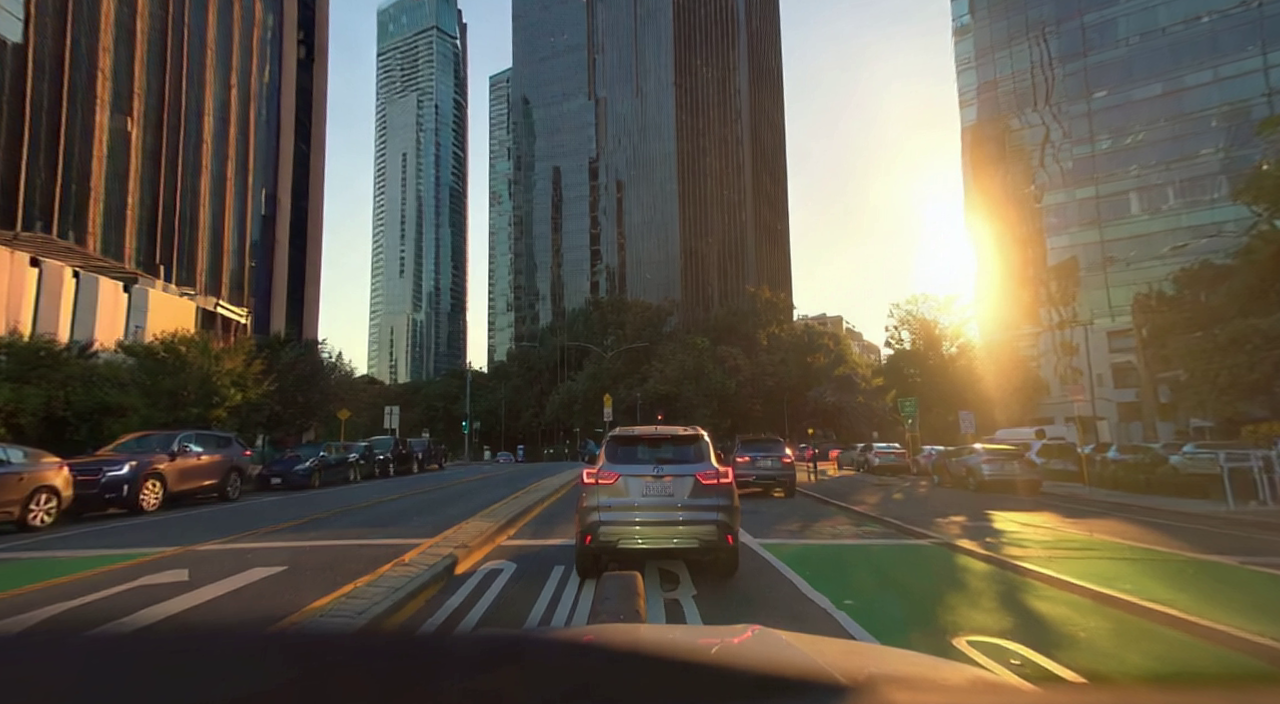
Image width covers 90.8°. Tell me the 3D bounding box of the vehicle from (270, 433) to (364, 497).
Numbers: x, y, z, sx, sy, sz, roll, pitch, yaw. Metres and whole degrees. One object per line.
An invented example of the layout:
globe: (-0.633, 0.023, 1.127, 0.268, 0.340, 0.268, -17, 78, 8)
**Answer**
vehicle: (-10.950, 3.810, 21.678, 1.559, 1.973, 3.419, 0, -8, -4)

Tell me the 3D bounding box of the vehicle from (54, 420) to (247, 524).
vehicle: (-10.325, 2.515, 13.695, 1.543, 1.946, 3.454, 1, -8, -5)

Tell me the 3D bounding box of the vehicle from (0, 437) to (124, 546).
vehicle: (-9.962, 1.977, 8.923, 1.844, 1.524, 4.371, 0, -8, -4)

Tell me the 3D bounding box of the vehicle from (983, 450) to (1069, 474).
vehicle: (28.265, 8.034, 46.350, 5.153, 1.626, 1.895, -6, -11, 36)

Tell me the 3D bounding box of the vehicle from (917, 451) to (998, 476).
vehicle: (23.034, 8.029, 45.847, 4.956, 1.706, 1.822, -6, -10, 34)

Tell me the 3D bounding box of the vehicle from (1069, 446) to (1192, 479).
vehicle: (31.123, 7.007, 40.389, 5.890, 1.996, 2.155, -6, -10, 34)

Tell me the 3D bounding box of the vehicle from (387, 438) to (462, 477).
vehicle: (-11.615, 5.720, 34.577, 2.338, 1.963, 5.740, 0, -8, -3)

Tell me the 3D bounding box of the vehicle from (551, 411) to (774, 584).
vehicle: (0.266, 1.748, 8.393, 2.192, 1.695, 4.142, 0, -8, 1)
